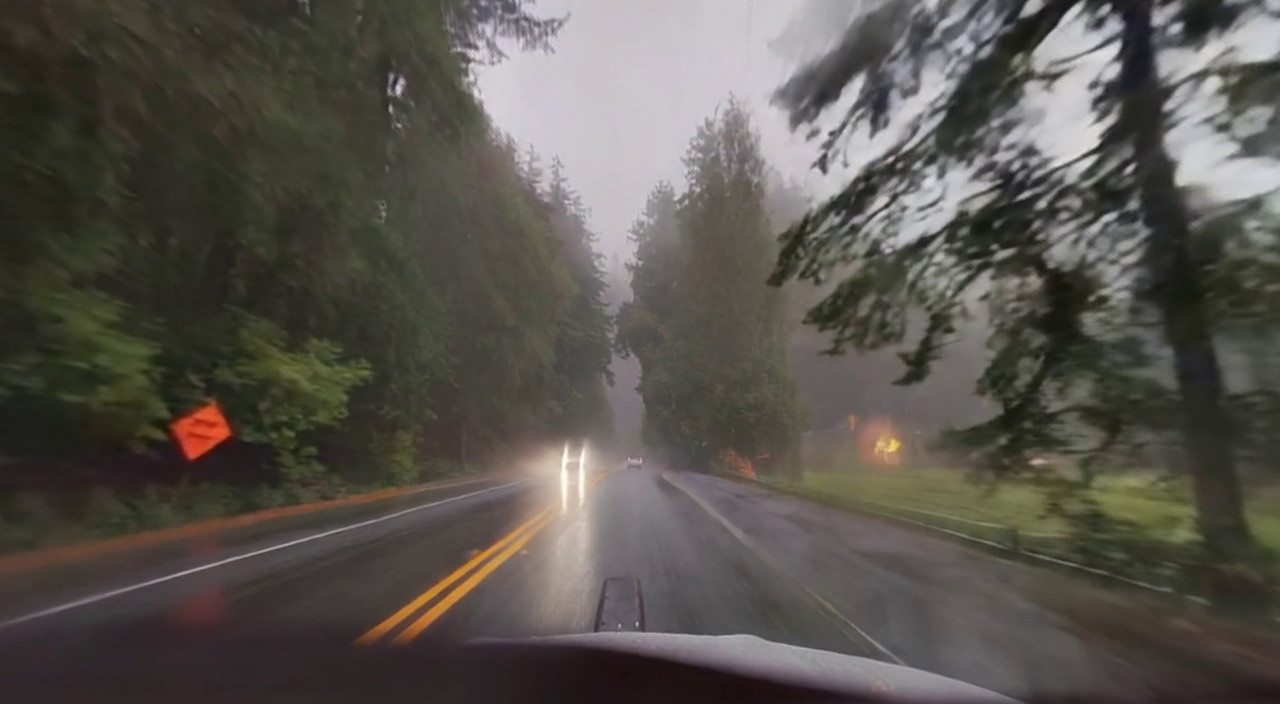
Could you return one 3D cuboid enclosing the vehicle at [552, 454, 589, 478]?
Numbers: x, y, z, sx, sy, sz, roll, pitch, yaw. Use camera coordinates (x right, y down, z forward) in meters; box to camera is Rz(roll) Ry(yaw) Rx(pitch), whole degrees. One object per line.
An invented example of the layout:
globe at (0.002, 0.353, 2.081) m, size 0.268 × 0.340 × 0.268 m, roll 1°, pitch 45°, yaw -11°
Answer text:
vehicle at (-4.858, 8.013, 44.758) m, size 2.080 × 1.512 × 4.450 m, roll -1°, pitch -8°, yaw 0°
